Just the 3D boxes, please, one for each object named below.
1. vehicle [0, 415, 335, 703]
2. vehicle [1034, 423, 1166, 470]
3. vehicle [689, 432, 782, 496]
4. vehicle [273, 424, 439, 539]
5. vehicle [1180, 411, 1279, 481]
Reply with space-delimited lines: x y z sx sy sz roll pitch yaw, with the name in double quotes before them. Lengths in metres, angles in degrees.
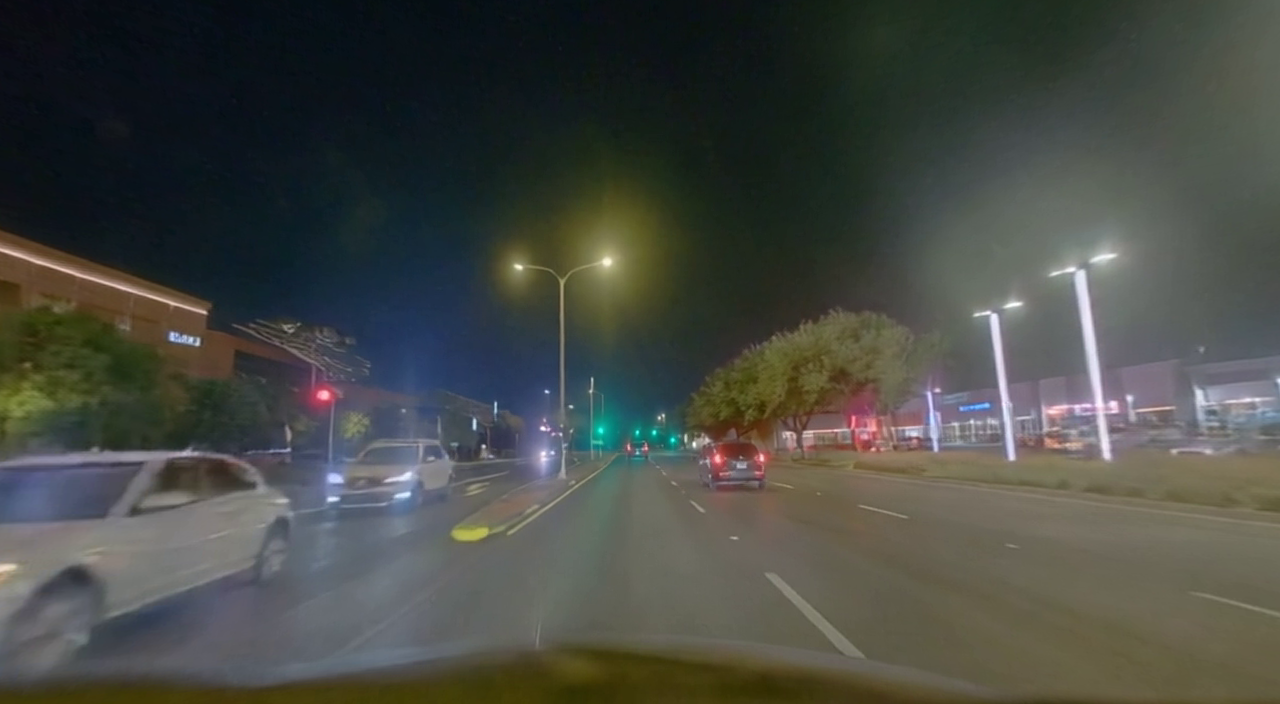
"vehicle" -4.198 1.406 5.080 1.905 1.471 4.302 -1 -9 -8
"vehicle" 17.559 3.591 24.122 4.591 1.645 1.914 4 -9 -24
"vehicle" 2.708 3.296 18.997 1.963 1.677 4.229 0 -9 -2
"vehicle" -5.117 2.372 12.145 2.134 1.660 4.625 0 -9 -14
"vehicle" 17.346 2.564 17.370 4.504 1.690 2.179 3 -11 -30
